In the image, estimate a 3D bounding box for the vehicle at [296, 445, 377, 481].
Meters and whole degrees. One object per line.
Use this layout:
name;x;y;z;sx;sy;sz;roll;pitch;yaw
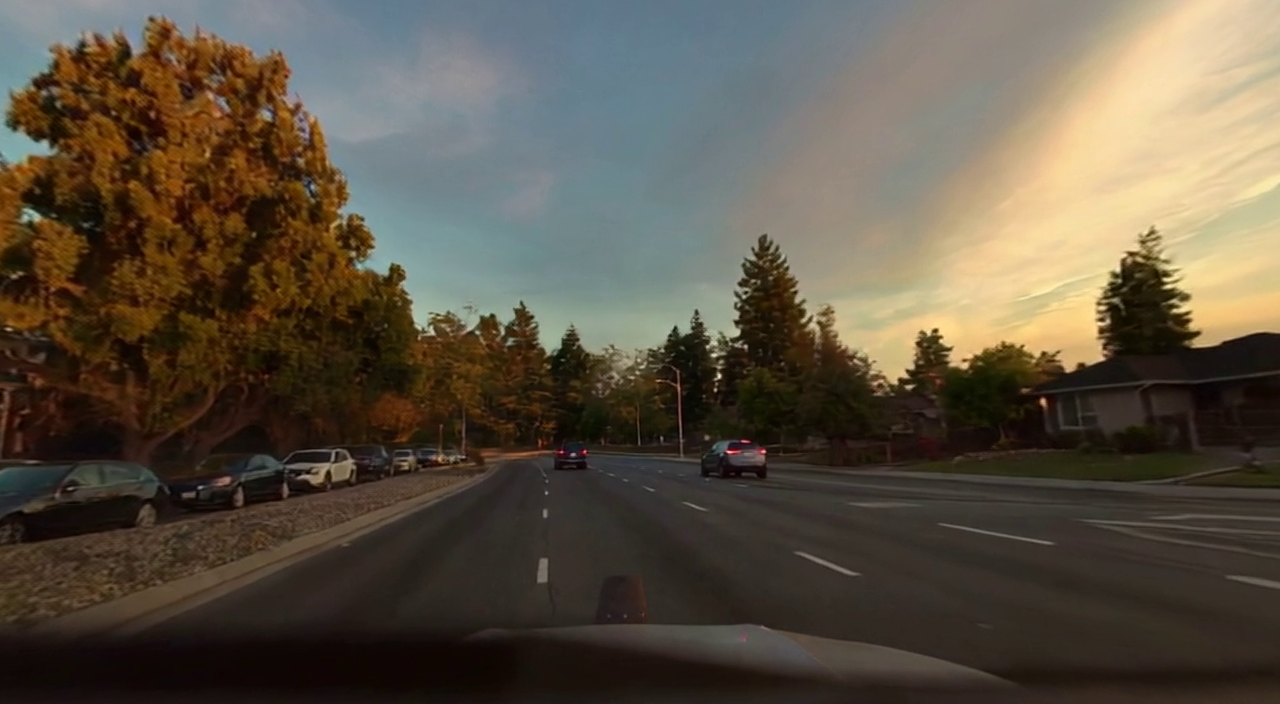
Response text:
vehicle;-14.229;5.193;29.878;2.057;1.537;4.410;1;-8;-6

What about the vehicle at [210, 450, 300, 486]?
vehicle;-17.509;5.293;28.949;1.759;1.451;4.436;-1;-9;-6

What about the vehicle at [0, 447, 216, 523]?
vehicle;-12.186;2.920;14.565;2.043;1.431;4.659;1;-8;-8

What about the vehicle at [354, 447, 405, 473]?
vehicle;-17.033;7.027;41.388;2.185;1.442;4.180;-1;-8;-9

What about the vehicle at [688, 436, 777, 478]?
vehicle;4.331;5.022;30.474;2.102;1.798;4.995;3;-9;-20
